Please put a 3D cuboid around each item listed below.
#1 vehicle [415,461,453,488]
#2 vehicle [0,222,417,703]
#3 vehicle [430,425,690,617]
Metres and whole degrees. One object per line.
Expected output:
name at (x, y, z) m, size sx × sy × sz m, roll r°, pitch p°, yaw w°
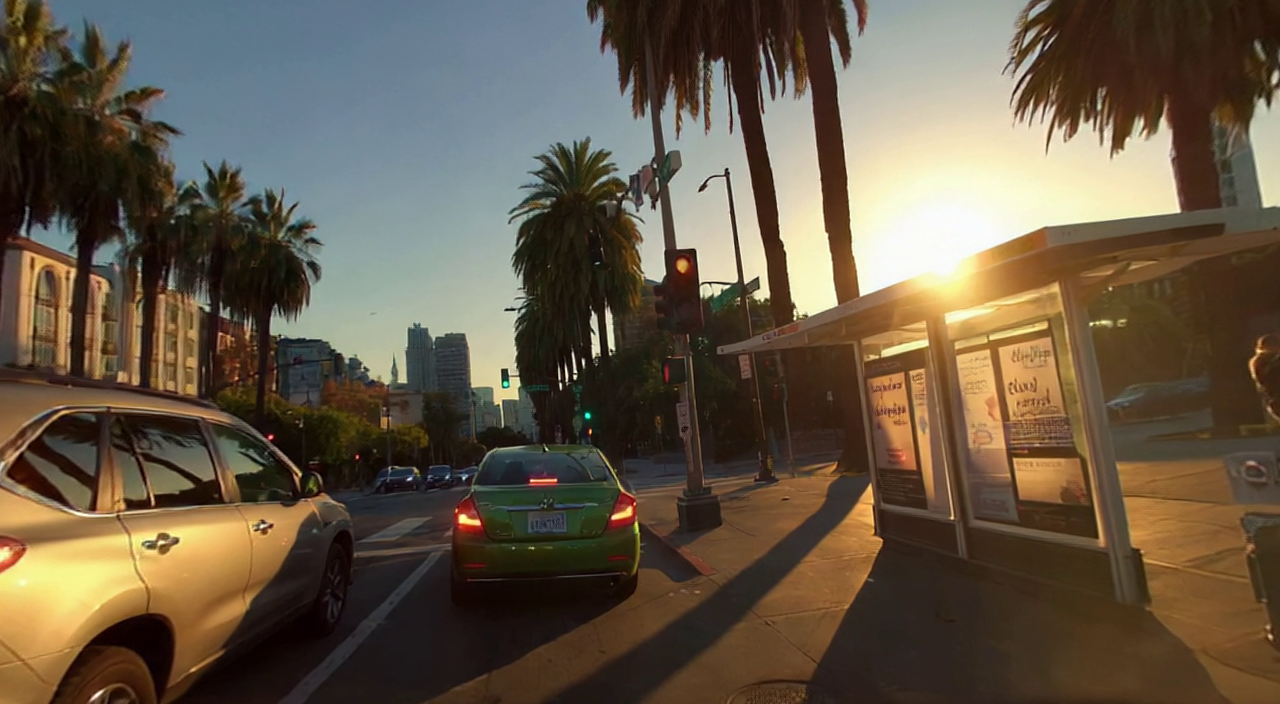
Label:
vehicle at (-14.616, 8.677, 44.975) m, size 1.964 × 1.642 × 4.085 m, roll 1°, pitch -9°, yaw -9°
vehicle at (-2.767, 0.910, 3.214) m, size 2.098 × 1.851 × 4.571 m, roll 1°, pitch -9°, yaw -7°
vehicle at (-1.017, 1.650, 7.231) m, size 2.065 × 1.467 × 4.289 m, roll 2°, pitch -9°, yaw -11°
